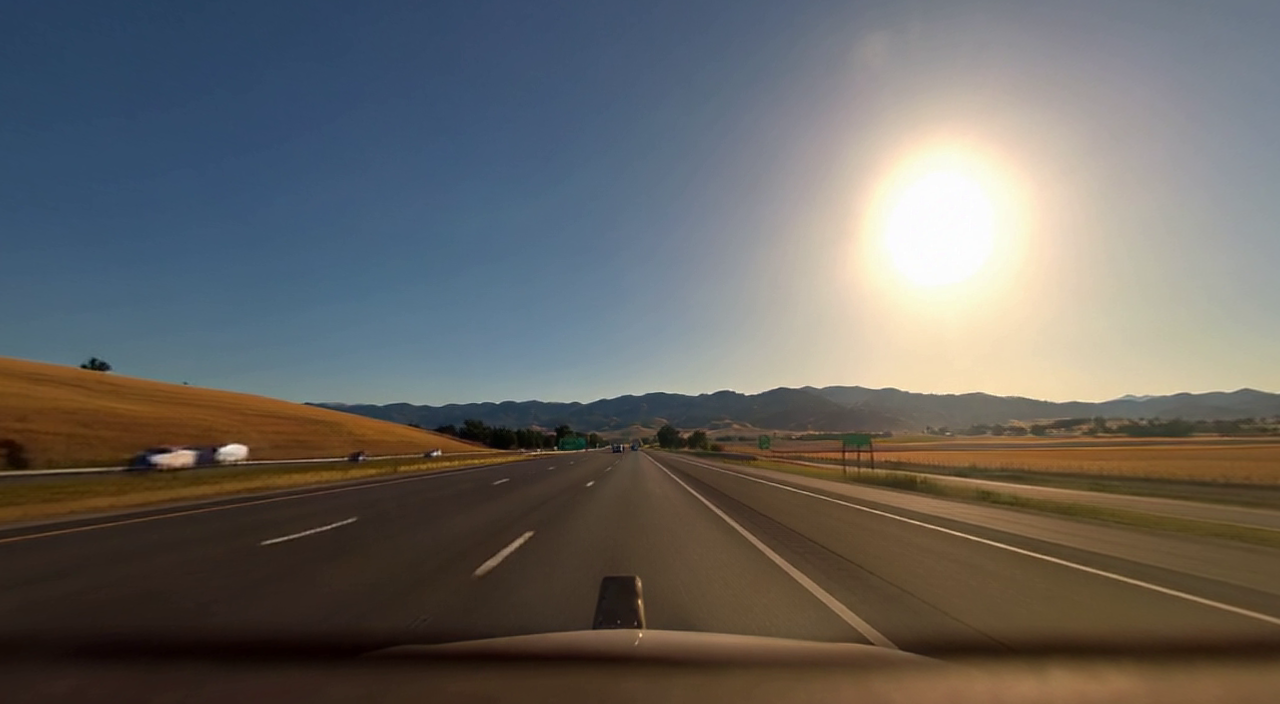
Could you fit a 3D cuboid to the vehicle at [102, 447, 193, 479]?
[{"bbox_3d":[-32.232,7.238,41.546,1.940,1.896,4.941,0,-8,0],"label":"vehicle"}]
